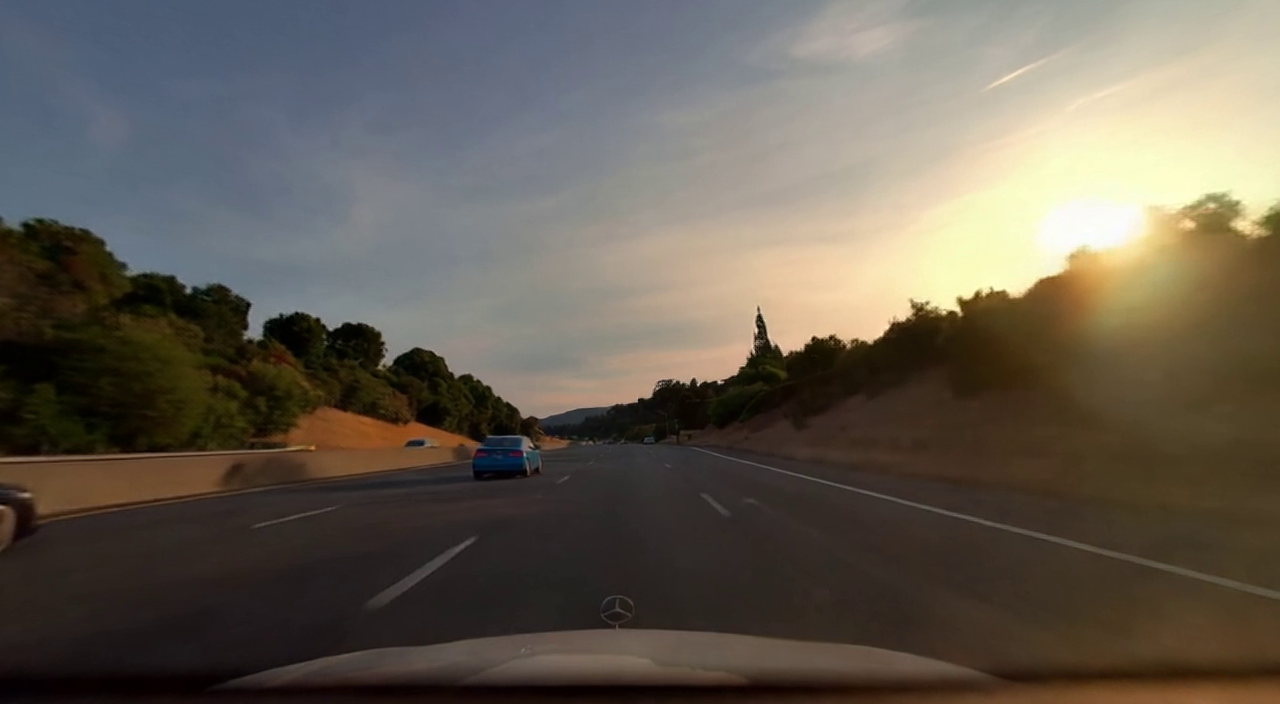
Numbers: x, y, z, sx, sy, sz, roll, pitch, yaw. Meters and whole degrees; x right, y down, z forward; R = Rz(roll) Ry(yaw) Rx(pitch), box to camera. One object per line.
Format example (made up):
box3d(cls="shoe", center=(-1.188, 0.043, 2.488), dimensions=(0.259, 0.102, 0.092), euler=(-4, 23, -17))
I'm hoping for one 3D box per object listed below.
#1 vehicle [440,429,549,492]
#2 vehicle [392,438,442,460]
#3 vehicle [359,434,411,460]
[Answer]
box3d(cls="vehicle", center=(-3.862, 2.943, 17.543), dimensions=(2.026, 1.517, 4.325), euler=(0, -8, 0))
box3d(cls="vehicle", center=(-16.246, 7.052, 46.187), dimensions=(1.943, 1.514, 4.685), euler=(0, -8, 0))
box3d(cls="vehicle", center=(-19.589, 7.316, 48.557), dimensions=(2.055, 1.884, 4.669), euler=(0, -8, 0))
